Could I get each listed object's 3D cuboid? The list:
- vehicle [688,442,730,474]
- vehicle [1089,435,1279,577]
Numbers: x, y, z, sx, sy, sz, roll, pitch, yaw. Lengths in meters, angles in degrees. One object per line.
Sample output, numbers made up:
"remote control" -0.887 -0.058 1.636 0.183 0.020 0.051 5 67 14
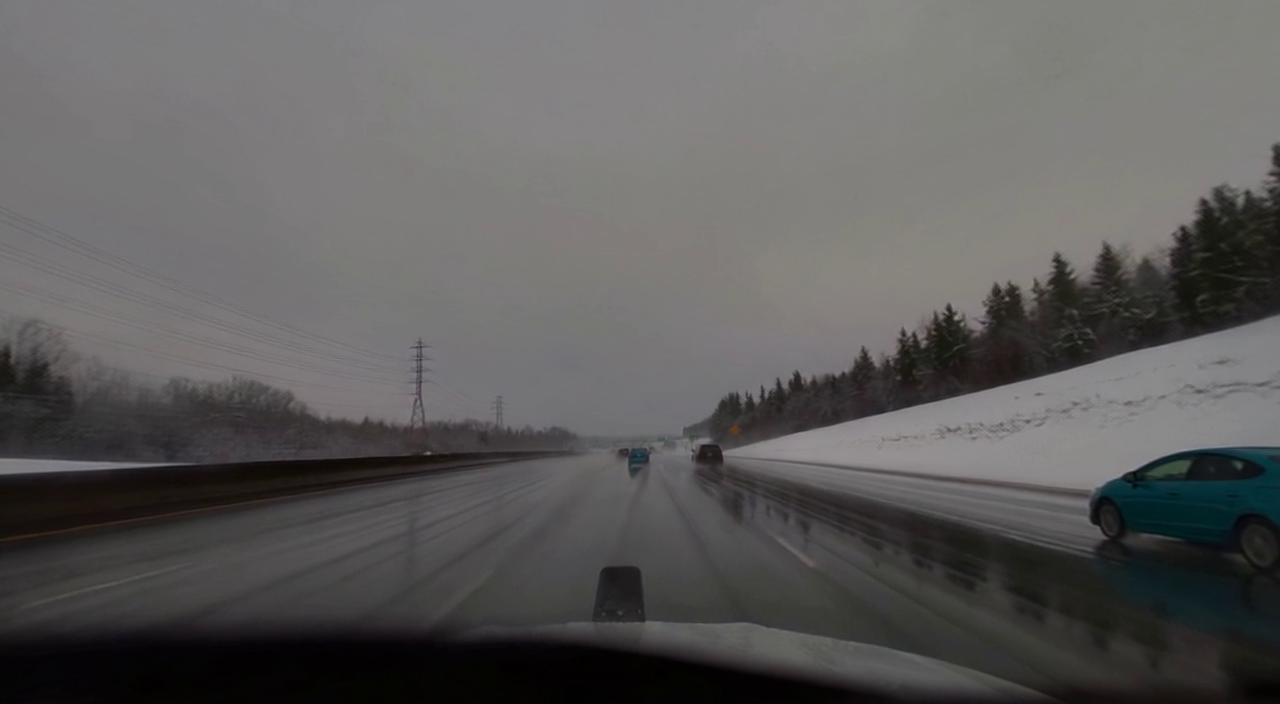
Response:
"vehicle" 4.108 6.351 38.060 2.159 1.782 4.673 0 -9 2
"vehicle" 8.011 1.770 7.378 1.970 1.545 4.818 0 -9 1
